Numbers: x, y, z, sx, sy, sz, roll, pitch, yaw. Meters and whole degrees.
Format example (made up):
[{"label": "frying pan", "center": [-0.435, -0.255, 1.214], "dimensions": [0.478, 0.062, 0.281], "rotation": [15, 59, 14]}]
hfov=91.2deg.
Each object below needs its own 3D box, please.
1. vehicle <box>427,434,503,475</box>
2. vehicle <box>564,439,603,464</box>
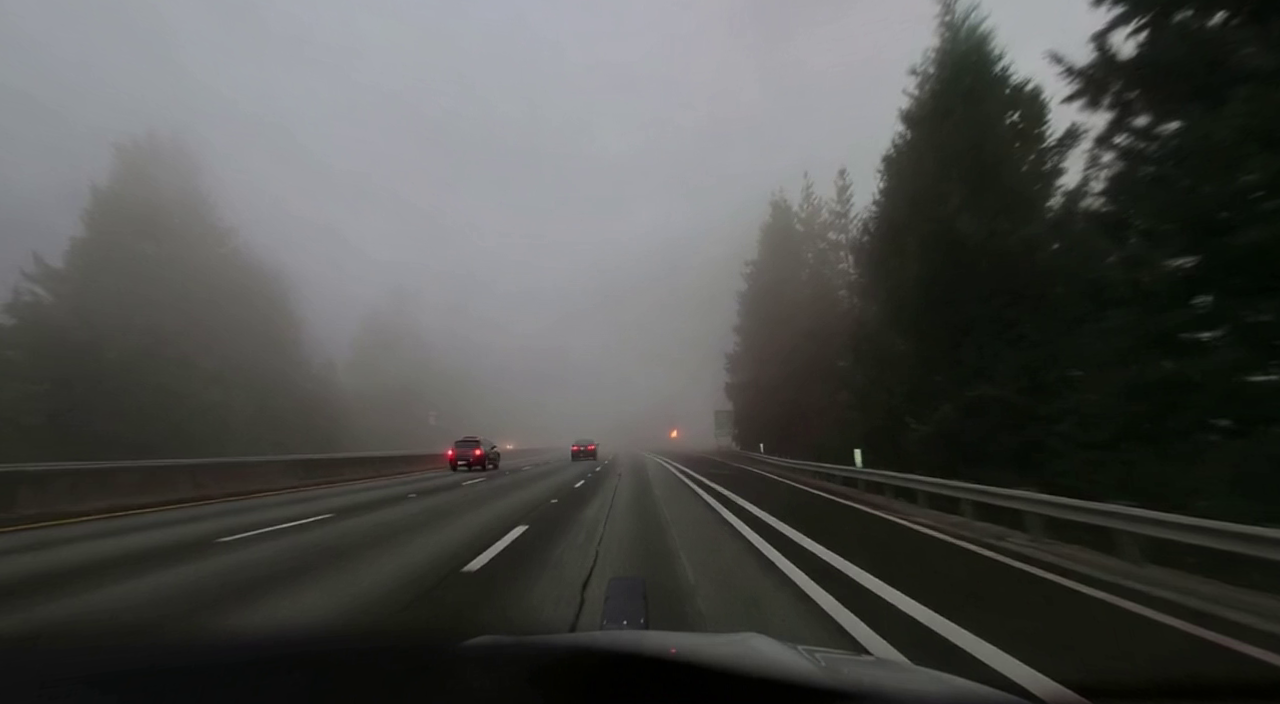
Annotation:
[{"label": "vehicle", "center": [-7.600, 4.499, 27.791], "dimensions": [2.080, 1.632, 4.332], "rotation": [0, -8, 0]}, {"label": "vehicle", "center": [-3.513, 6.266, 39.735], "dimensions": [2.075, 1.516, 4.212], "rotation": [0, -8, 0]}]
